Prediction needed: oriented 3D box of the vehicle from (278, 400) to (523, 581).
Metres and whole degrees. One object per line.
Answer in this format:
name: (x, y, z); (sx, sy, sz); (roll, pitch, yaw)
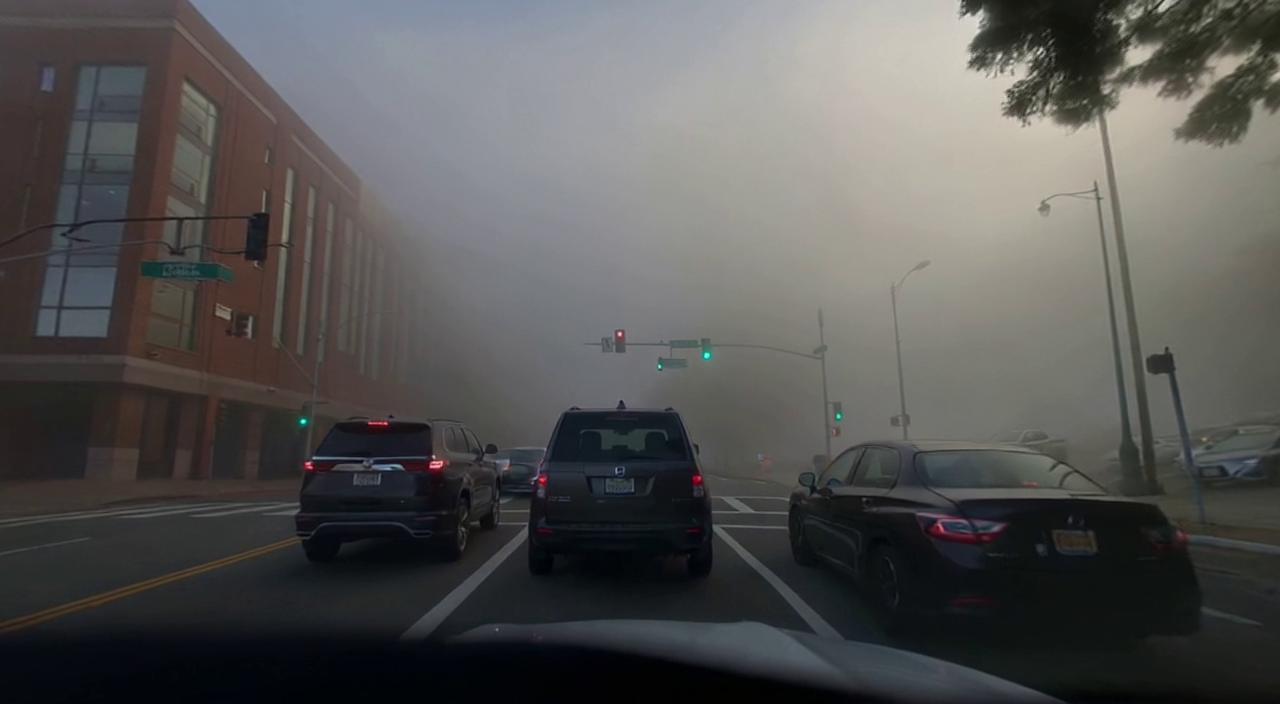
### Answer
vehicle: (-2.828, 1.717, 8.613); (1.855, 1.812, 4.244); (0, -8, -3)

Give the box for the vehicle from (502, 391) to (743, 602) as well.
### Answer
vehicle: (-0.150, 1.603, 7.894); (2.105, 1.842, 4.537); (0, -8, 0)

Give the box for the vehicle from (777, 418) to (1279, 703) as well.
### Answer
vehicle: (2.569, 1.378, 5.296); (1.852, 1.462, 4.155); (0, -8, -1)
